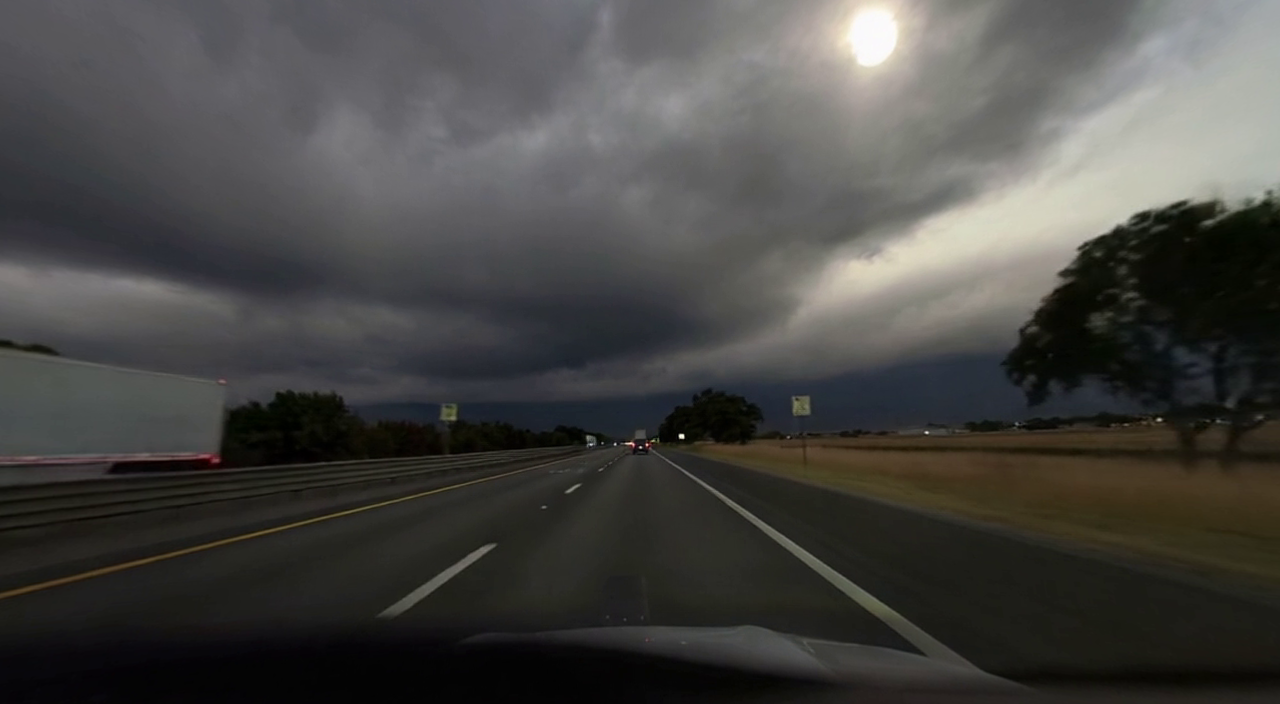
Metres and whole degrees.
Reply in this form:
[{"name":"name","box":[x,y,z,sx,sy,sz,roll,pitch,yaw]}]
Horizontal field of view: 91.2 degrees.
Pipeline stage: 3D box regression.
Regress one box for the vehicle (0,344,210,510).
[{"name":"vehicle","box":[-16.986,1.841,15.327,3.046,3.954,13.985,0,-8,0]}]
